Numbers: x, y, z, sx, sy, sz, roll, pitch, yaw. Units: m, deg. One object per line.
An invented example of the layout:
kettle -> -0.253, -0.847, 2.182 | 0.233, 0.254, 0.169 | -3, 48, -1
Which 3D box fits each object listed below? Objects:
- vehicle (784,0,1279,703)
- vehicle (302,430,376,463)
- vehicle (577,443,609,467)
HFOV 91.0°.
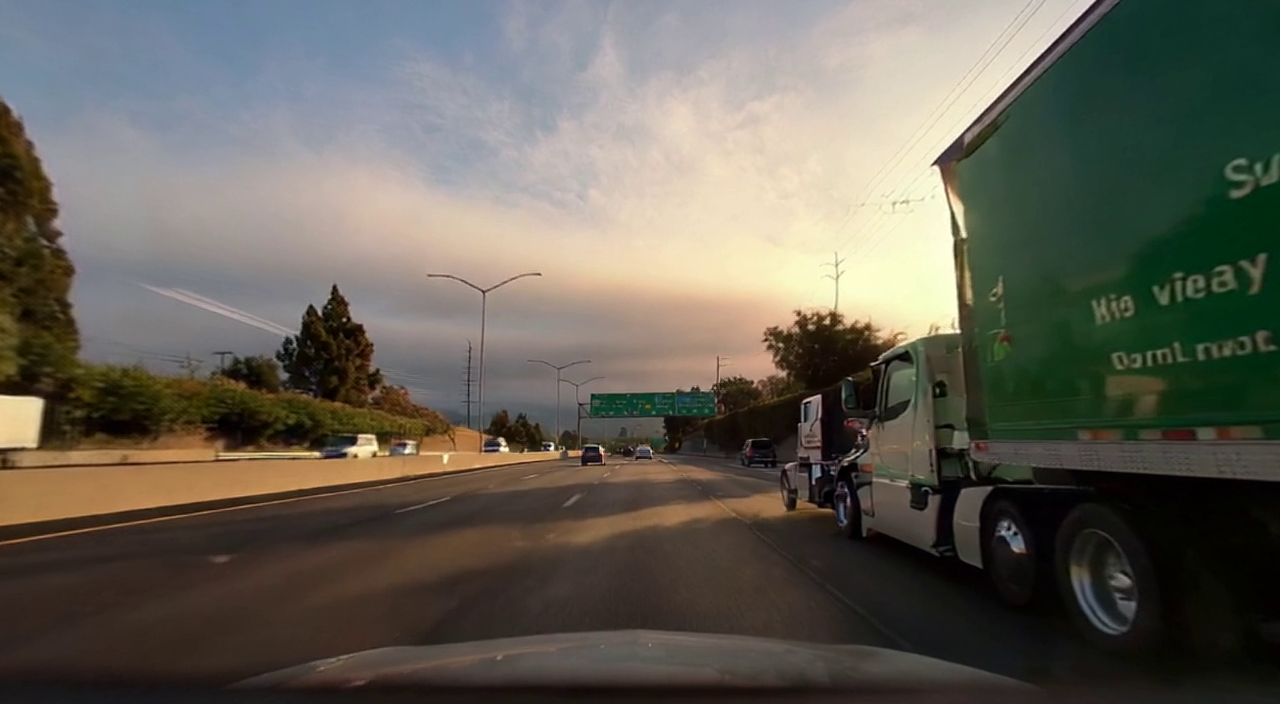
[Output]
vehicle -> 3.890, -0.243, 2.732 | 2.899, 4.078, 16.430 | 0, -8, 1
vehicle -> -21.301, 6.721, 44.859 | 2.350, 2.196, 5.689 | 0, -9, 1
vehicle -> -3.526, 7.826, 47.999 | 2.000, 1.658, 4.155 | 0, -9, 1
